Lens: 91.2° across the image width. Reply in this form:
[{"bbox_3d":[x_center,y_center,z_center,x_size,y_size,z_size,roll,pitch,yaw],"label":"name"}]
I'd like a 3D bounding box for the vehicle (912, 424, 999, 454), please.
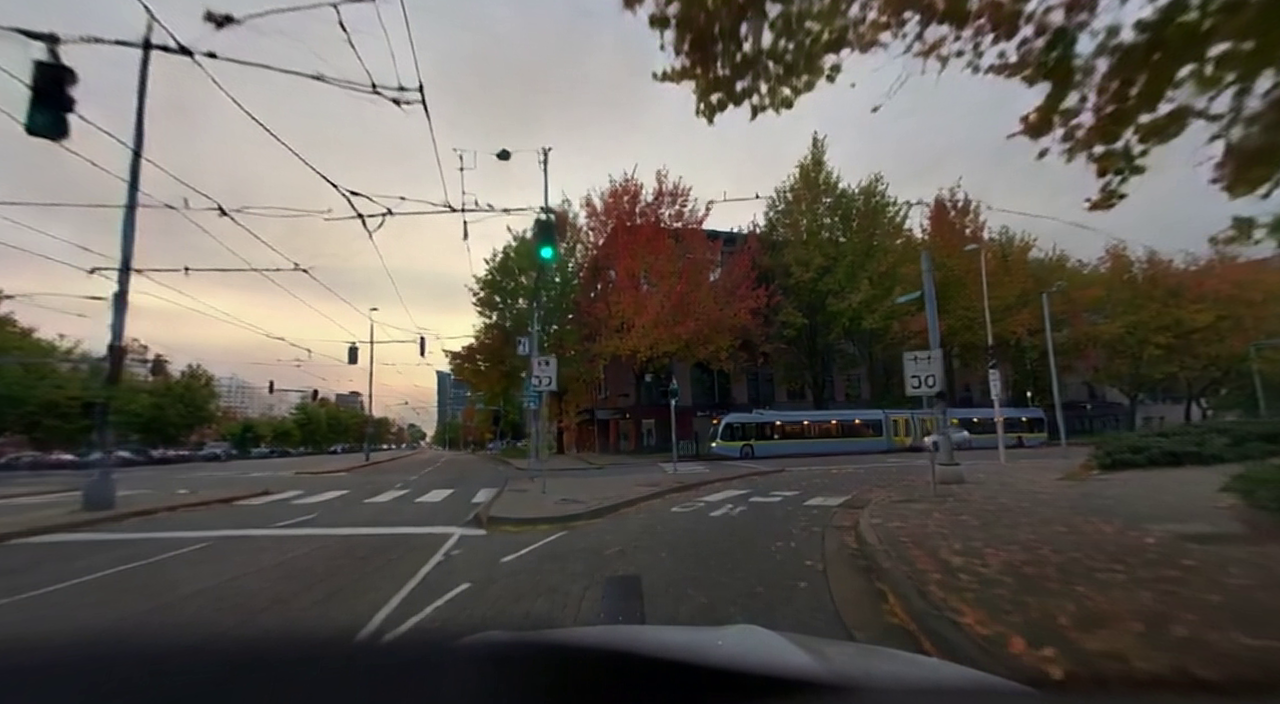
[{"bbox_3d":[19.690,5.449,39.110,4.687,1.760,2.028,3,-9,-18],"label":"vehicle"}]

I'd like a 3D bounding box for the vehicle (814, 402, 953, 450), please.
[{"bbox_3d":[19.156,5.865,49.253,10.440,3.509,2.903,2,-8,-16],"label":"vehicle"}]

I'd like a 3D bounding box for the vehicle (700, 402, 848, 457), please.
[{"bbox_3d":[9.857,5.782,46.181,10.391,3.725,2.904,2,-9,-15],"label":"vehicle"}]
